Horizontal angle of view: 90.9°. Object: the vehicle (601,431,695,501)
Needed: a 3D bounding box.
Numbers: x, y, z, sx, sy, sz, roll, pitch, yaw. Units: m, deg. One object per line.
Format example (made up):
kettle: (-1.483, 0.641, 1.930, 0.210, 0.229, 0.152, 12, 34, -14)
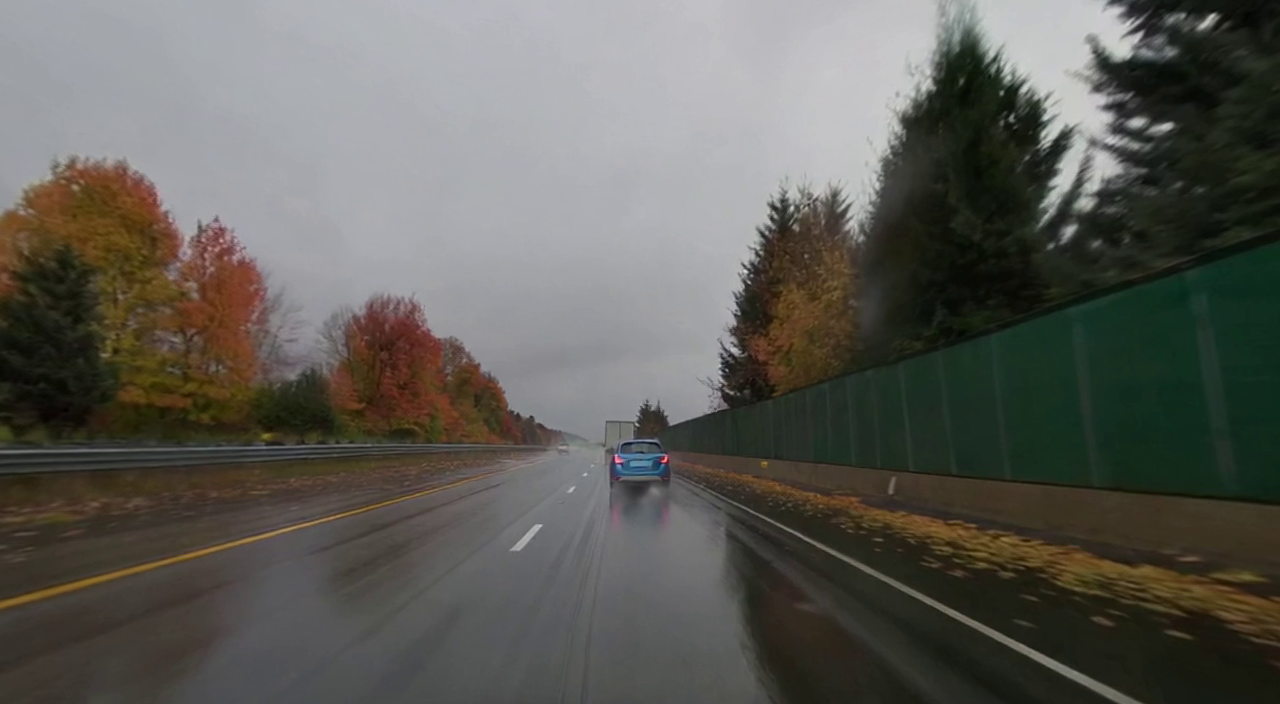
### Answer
vehicle: (0.061, 2.790, 15.845, 2.057, 1.516, 4.065, 1, -8, -3)
